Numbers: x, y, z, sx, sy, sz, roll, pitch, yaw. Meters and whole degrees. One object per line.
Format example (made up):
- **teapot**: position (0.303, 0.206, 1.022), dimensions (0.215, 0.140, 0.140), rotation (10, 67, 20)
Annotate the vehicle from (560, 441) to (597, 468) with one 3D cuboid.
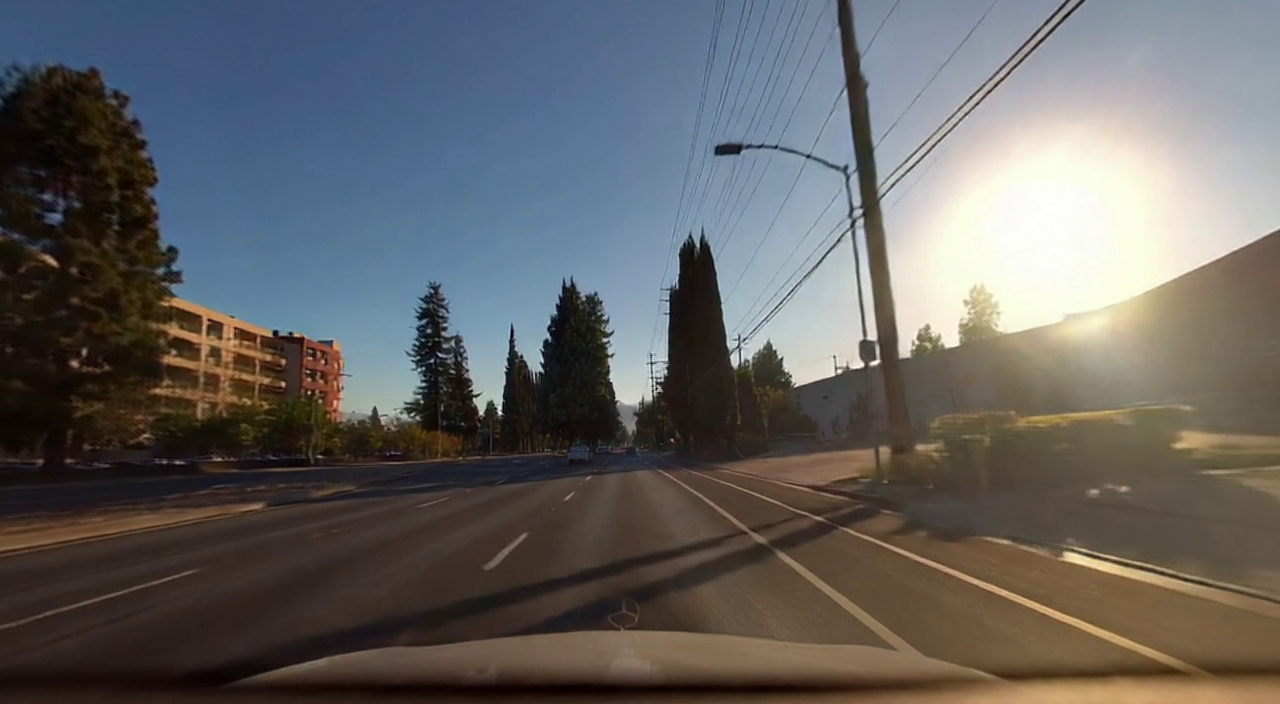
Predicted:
- **vehicle**: position (-4.015, 6.777, 41.882), dimensions (2.121, 1.654, 3.993), rotation (0, -8, -1)
